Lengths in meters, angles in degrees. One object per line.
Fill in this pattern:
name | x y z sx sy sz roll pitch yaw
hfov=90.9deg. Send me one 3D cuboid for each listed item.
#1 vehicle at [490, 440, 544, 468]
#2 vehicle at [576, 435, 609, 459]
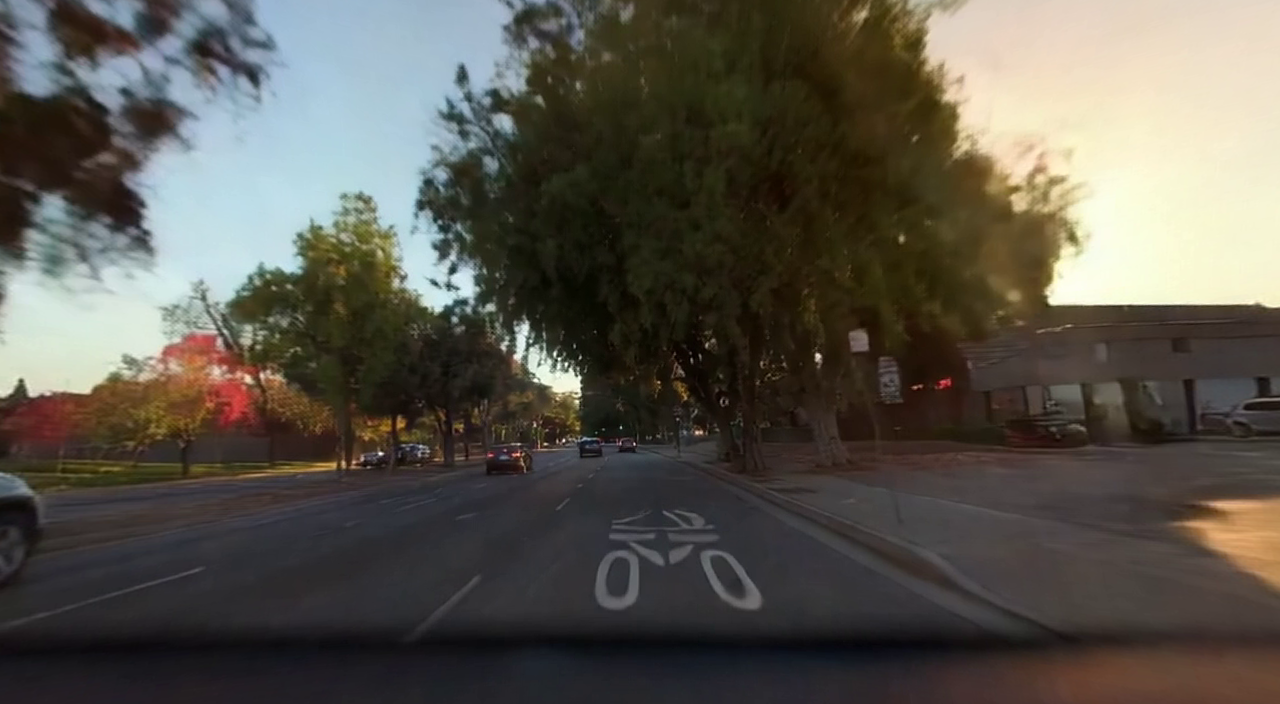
vehicle | -6.620 5.555 34.424 2.072 1.427 4.328 0 -8 0
vehicle | -3.503 7.080 46.941 2.100 1.661 3.837 0 -8 0
